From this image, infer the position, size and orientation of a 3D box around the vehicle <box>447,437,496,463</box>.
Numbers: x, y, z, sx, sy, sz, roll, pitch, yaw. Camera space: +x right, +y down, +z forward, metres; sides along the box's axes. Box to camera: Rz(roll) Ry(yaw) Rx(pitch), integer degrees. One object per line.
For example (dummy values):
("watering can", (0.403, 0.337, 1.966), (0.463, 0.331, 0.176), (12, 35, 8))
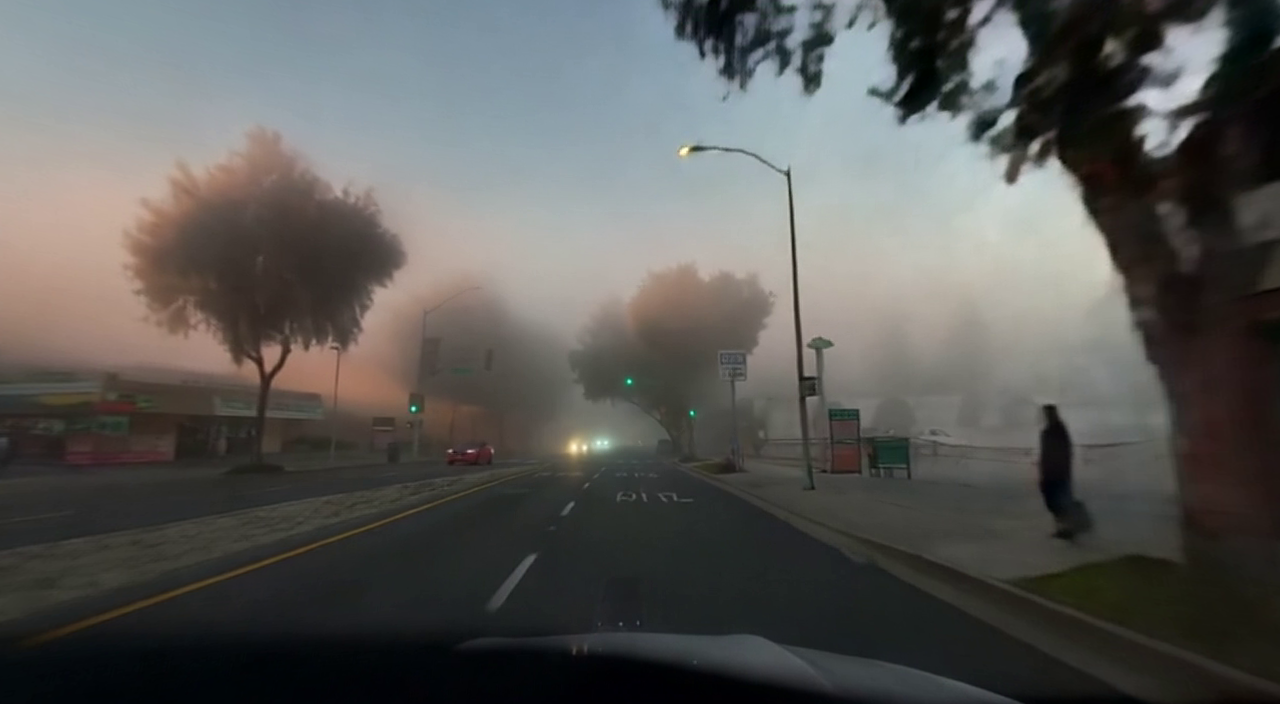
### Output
("vehicle", (-10.446, 6.069, 39.466), (1.873, 1.532, 3.777), (0, -8, 2))

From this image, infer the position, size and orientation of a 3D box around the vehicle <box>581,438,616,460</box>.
("vehicle", (-2.926, 6.996, 45.678), (2.122, 1.469, 4.388), (0, -8, 1))
